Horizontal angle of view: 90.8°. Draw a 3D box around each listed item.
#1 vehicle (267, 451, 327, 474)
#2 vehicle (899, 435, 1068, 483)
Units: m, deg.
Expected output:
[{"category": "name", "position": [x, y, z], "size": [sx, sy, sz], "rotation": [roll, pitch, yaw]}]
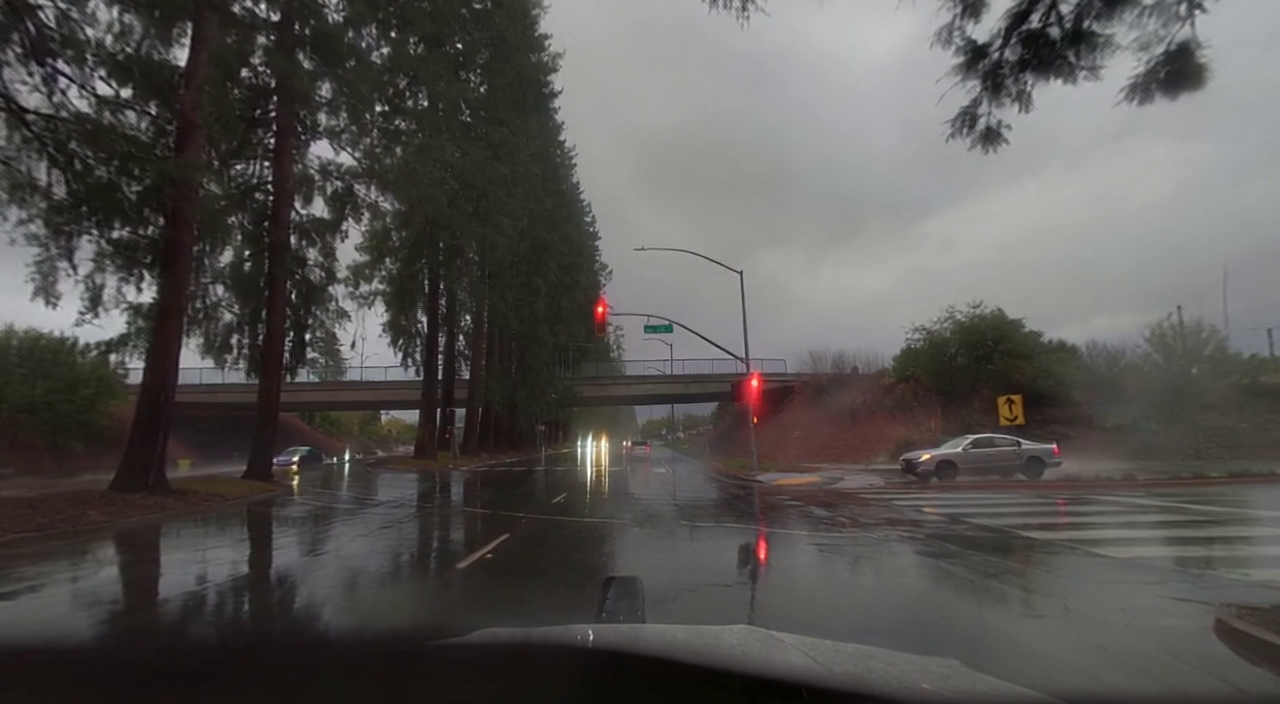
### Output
[{"category": "vehicle", "position": [-24.010, 7.725, 44.446], "size": [1.834, 1.482, 4.310], "rotation": [0, -9, -1]}, {"category": "vehicle", "position": [11.359, 3.536, 21.063], "size": [4.691, 1.466, 1.800], "rotation": [1, -9, -7]}]
